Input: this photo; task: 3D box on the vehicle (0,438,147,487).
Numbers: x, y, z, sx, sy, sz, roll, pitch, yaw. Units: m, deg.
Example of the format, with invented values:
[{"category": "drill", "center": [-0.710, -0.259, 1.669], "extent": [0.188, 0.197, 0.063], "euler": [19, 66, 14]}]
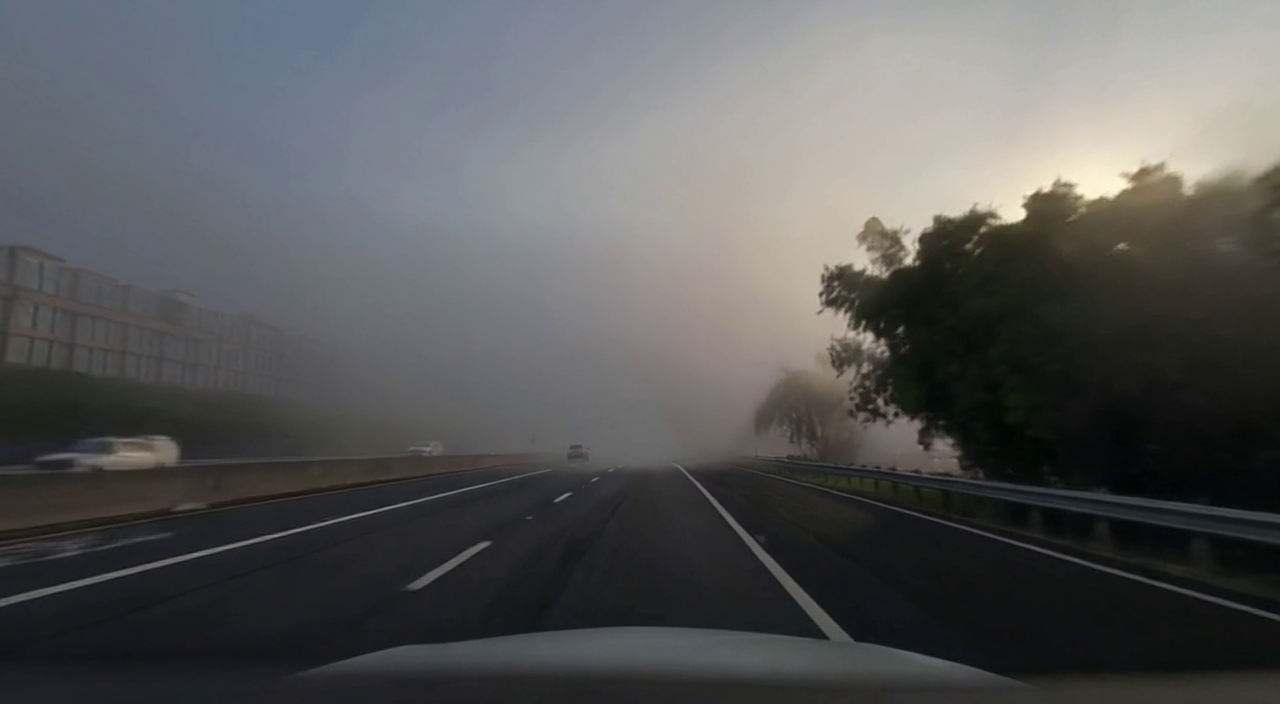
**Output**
[{"category": "vehicle", "center": [-27.046, 5.147, 29.790], "extent": [2.351, 2.059, 5.907], "euler": [-1, -8, 2]}]
